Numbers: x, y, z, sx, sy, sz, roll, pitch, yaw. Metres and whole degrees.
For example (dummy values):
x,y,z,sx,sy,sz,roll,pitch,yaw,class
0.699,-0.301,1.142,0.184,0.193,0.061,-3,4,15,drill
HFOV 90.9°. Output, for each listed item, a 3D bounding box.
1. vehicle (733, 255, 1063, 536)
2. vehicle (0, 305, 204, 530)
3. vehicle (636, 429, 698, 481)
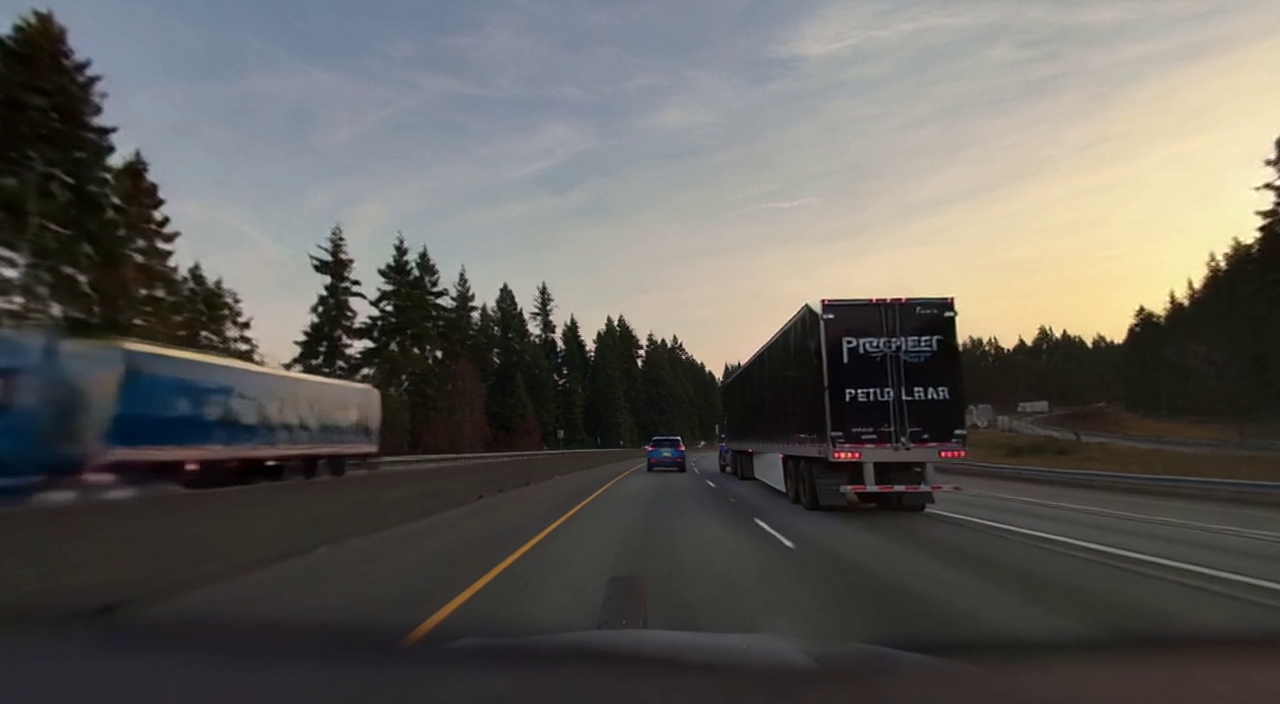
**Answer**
x,y,z,sx,sy,sz,roll,pitch,yaw,class
4.979,1.816,17.636,2.899,4.160,16.621,-1,-9,2,vehicle
-12.975,1.281,11.992,3.038,3.995,8.330,-1,-8,2,vehicle
1.073,4.051,25.074,2.222,1.848,4.610,-1,-8,3,vehicle
